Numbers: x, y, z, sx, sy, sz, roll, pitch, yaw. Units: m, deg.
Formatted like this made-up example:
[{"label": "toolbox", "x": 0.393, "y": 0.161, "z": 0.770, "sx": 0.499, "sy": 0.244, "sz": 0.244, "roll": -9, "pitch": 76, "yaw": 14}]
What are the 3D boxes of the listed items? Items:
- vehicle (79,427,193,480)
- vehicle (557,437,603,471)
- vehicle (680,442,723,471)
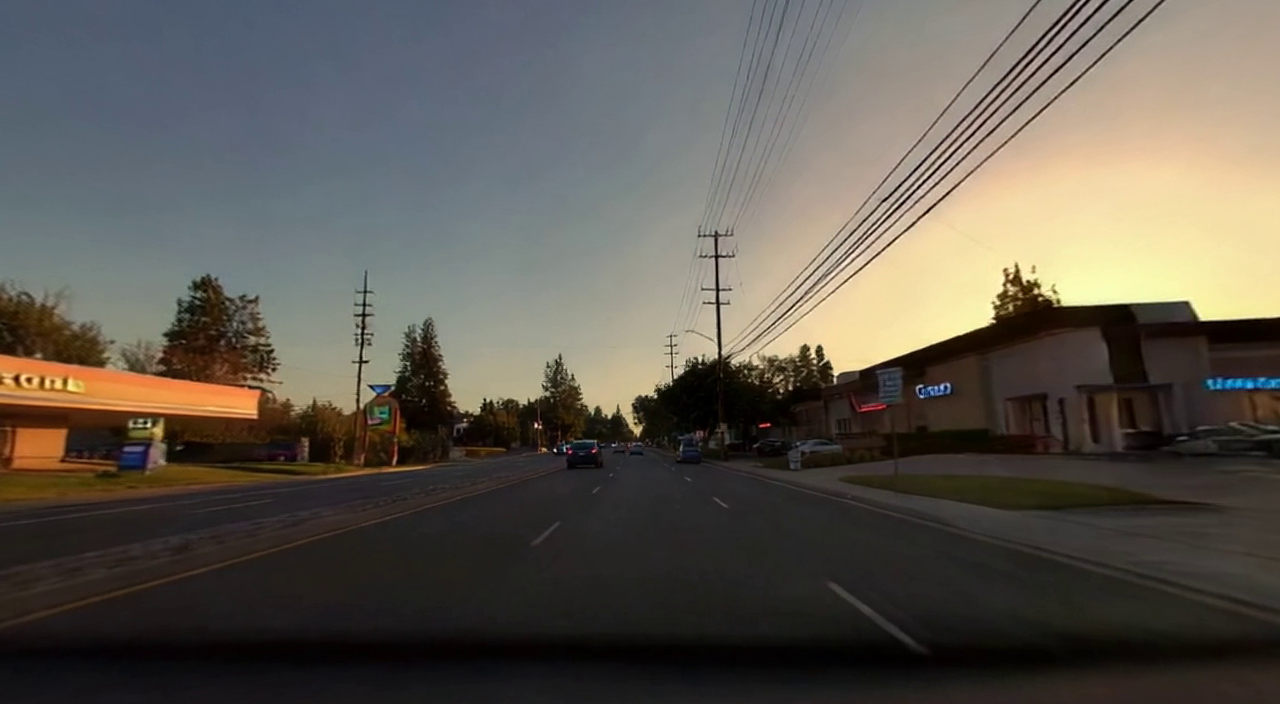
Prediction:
[{"label": "vehicle", "x": -28.200, "y": 5.687, "z": 35.634, "sx": 2.230, "sy": 2.687, "sz": 5.908, "roll": 1, "pitch": -8, "yaw": -9}, {"label": "vehicle", "x": -3.089, "y": 5.403, "z": 33.408, "sx": 2.047, "sy": 1.664, "sz": 4.148, "roll": 0, "pitch": -9, "yaw": 0}, {"label": "vehicle", "x": 3.323, "y": 5.725, "z": 34.662, "sx": 1.978, "sy": 1.455, "sz": 4.195, "roll": 1, "pitch": -9, "yaw": 1}]
